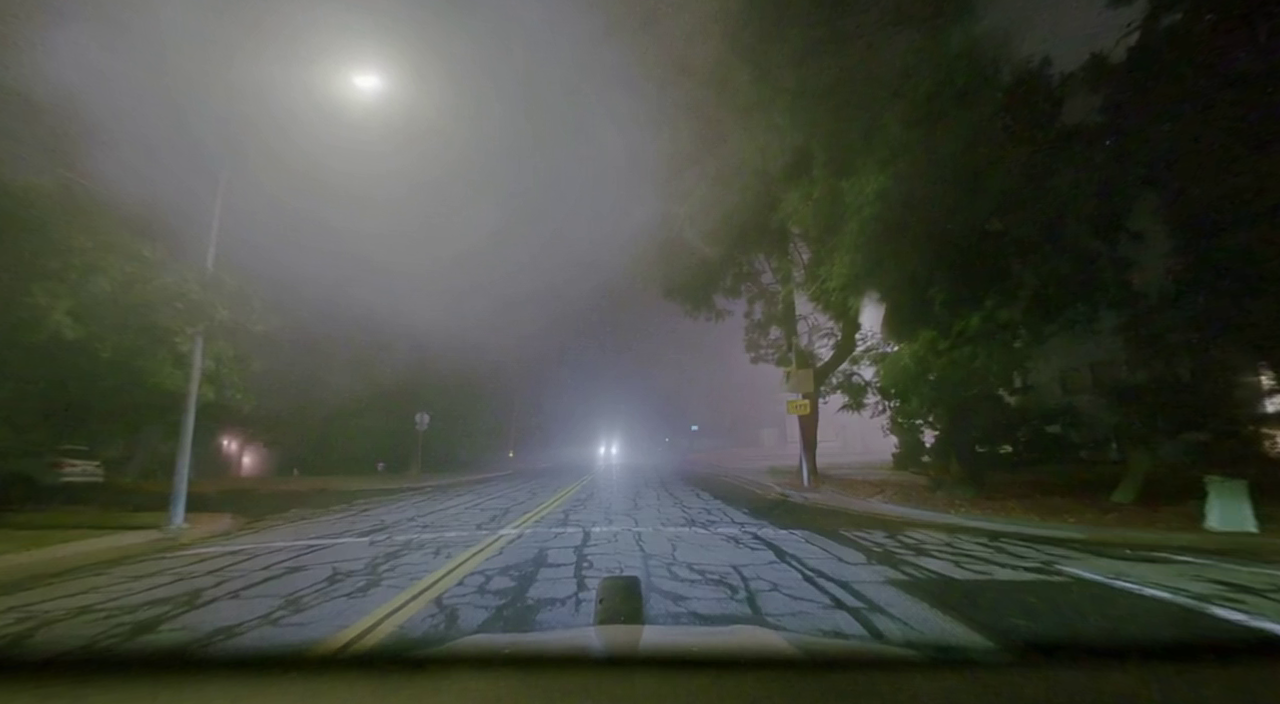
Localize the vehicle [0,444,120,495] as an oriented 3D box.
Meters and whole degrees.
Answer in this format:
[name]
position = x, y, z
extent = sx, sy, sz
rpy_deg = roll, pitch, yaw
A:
[vehicle]
position = -19.391, 3.646, 19.806
extent = 4.354, 1.471, 1.935
rpy_deg = 0, -8, -1
